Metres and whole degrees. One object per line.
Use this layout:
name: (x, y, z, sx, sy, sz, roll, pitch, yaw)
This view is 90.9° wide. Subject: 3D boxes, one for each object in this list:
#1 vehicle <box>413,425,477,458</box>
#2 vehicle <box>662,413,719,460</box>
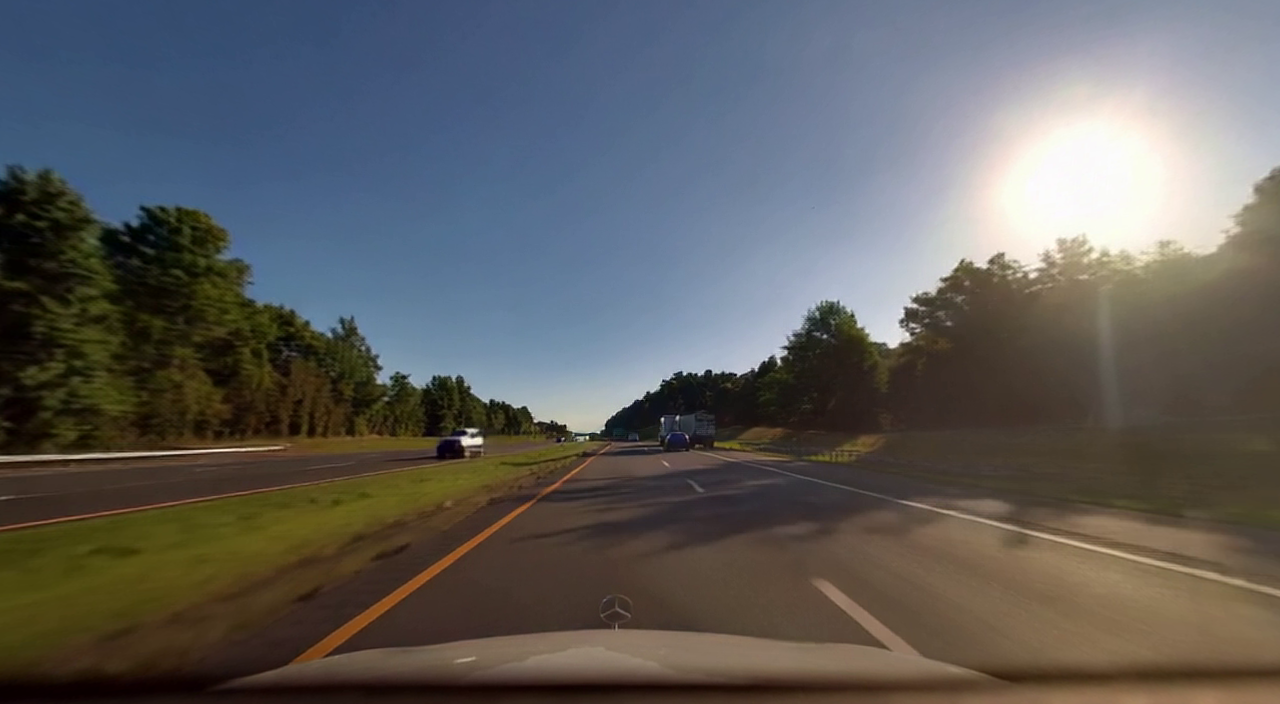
vehicle: (-9.326, 4.307, 30.490, 1.882, 1.483, 3.954, 0, -8, 0)
vehicle: (3.016, 5.291, 39.421, 2.821, 2.673, 6.205, 0, -8, -3)
